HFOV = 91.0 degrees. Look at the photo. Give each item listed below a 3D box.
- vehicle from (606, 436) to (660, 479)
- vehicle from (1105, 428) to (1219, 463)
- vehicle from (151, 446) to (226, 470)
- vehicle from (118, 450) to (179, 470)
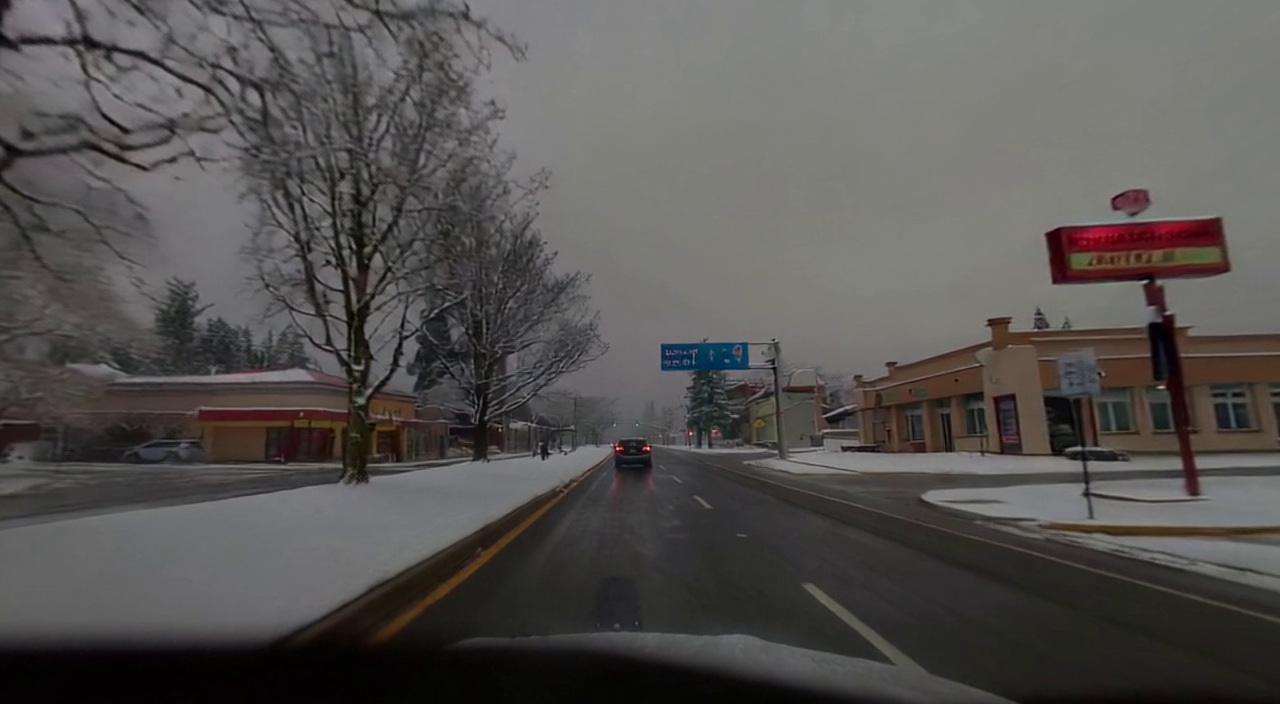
[{"bbox_3d":[-0.283,4.836,29.015,2.235,1.719,4.292,2,-9,1],"label":"vehicle"},{"bbox_3d":[23.154,4.168,28.129,1.720,1.450,3.741,0,-8,-4],"label":"vehicle"},{"bbox_3d":[-29.880,7.020,41.800,1.844,1.521,4.304,1,-9,-2],"label":"vehicle"},{"bbox_3d":[-37.978,8.340,48.738,1.732,1.357,3.730,-2,-9,0],"label":"vehicle"}]
